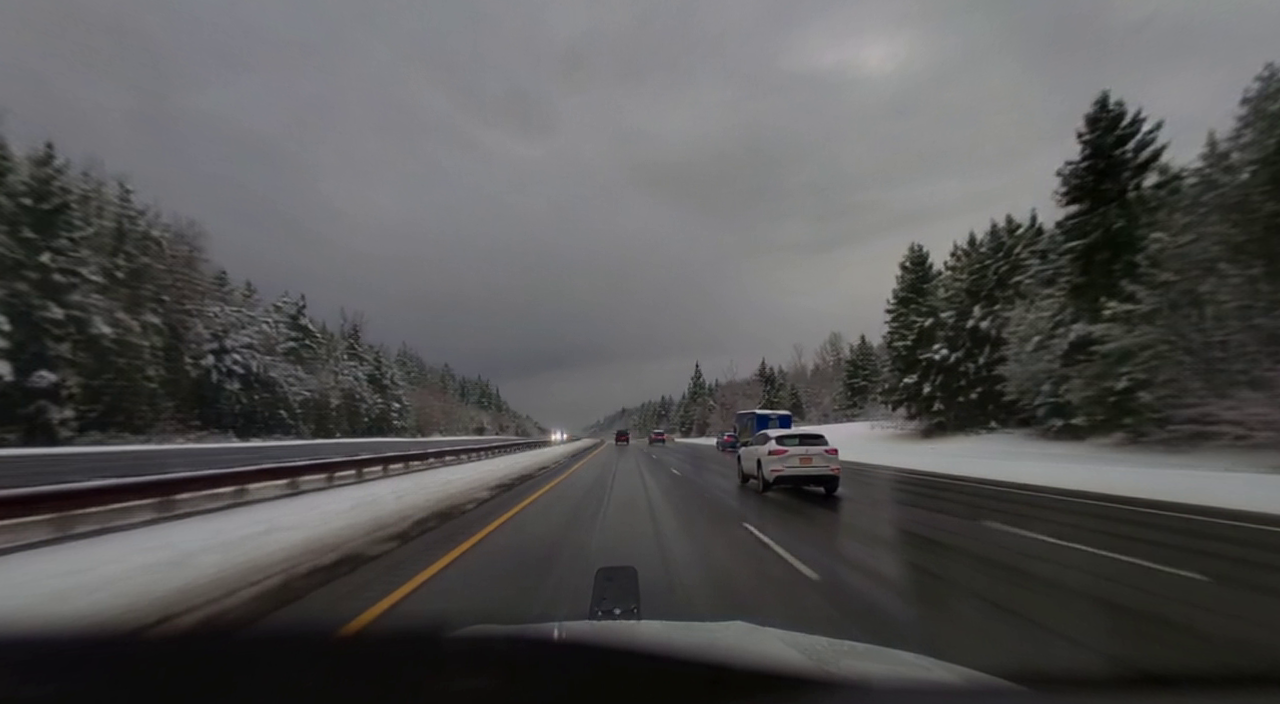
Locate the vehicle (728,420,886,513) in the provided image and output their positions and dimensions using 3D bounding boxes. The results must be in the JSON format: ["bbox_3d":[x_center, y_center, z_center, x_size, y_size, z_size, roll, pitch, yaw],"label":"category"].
[{"bbox_3d":[3.122,2.218,12.707,2.002,1.569,3.845,0,-8,-2],"label":"vehicle"}]
